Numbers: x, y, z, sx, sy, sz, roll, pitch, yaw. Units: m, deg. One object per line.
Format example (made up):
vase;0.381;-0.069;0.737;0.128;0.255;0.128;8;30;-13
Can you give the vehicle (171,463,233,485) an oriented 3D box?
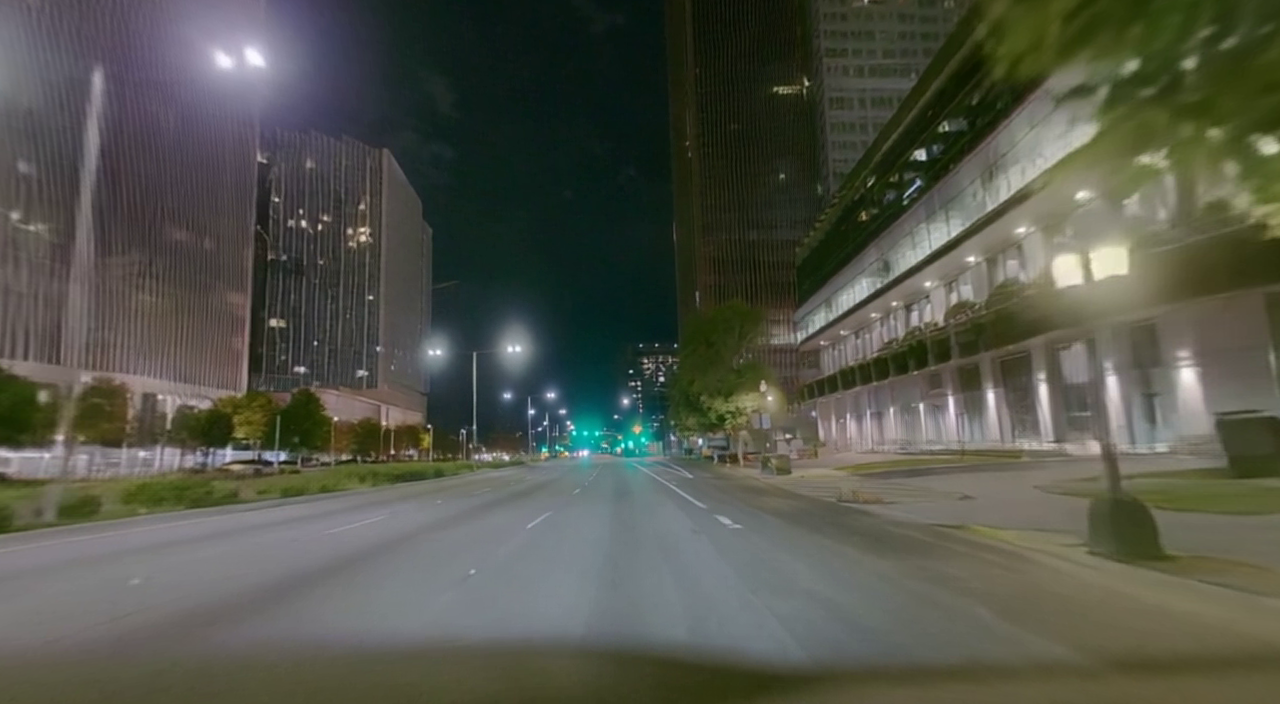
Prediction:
vehicle;-34.079;9.509;49.310;1.868;1.467;4.423;0;-9;-4
